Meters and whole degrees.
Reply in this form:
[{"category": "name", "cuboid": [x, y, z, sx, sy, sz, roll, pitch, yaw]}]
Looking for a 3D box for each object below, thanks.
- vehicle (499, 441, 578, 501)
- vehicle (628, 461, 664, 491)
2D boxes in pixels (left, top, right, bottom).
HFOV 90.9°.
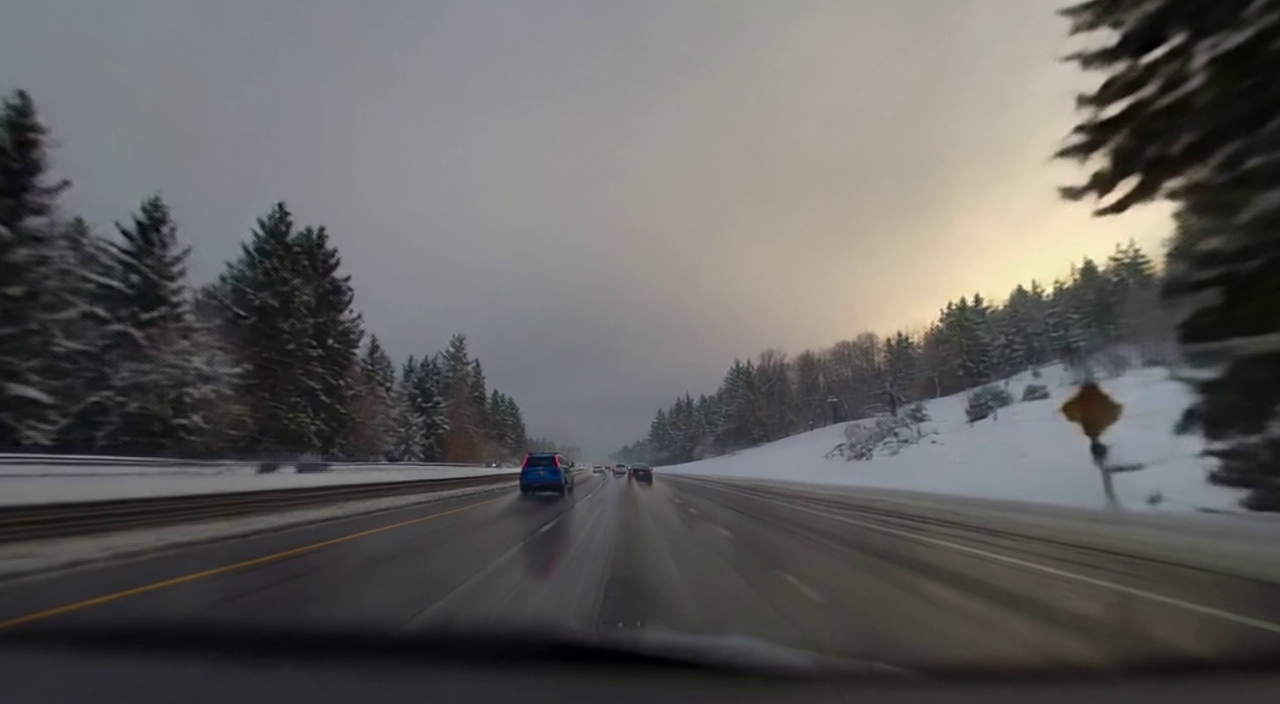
[{"category": "vehicle", "cuboid": [-3.901, 4.717, 25.163, 2.237, 2.113, 4.815, 0, -10, 1]}, {"category": "vehicle", "cuboid": [0.304, 7.044, 35.930, 1.905, 1.559, 3.491, 1, -10, -2]}]
